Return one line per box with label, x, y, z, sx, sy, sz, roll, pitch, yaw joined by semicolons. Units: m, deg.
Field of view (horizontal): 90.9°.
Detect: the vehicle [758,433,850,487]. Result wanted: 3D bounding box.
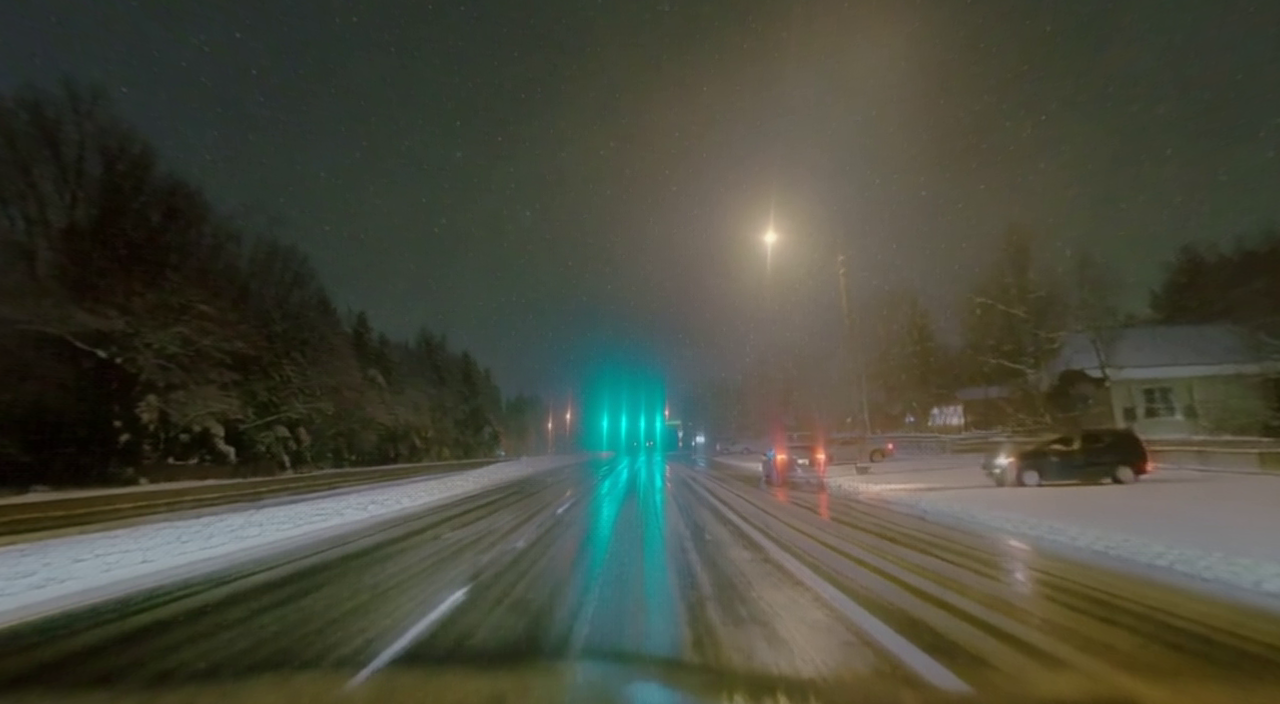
vehicle;5.617;3.768;22.271;2.057;1.688;4.596;0;-8;1
